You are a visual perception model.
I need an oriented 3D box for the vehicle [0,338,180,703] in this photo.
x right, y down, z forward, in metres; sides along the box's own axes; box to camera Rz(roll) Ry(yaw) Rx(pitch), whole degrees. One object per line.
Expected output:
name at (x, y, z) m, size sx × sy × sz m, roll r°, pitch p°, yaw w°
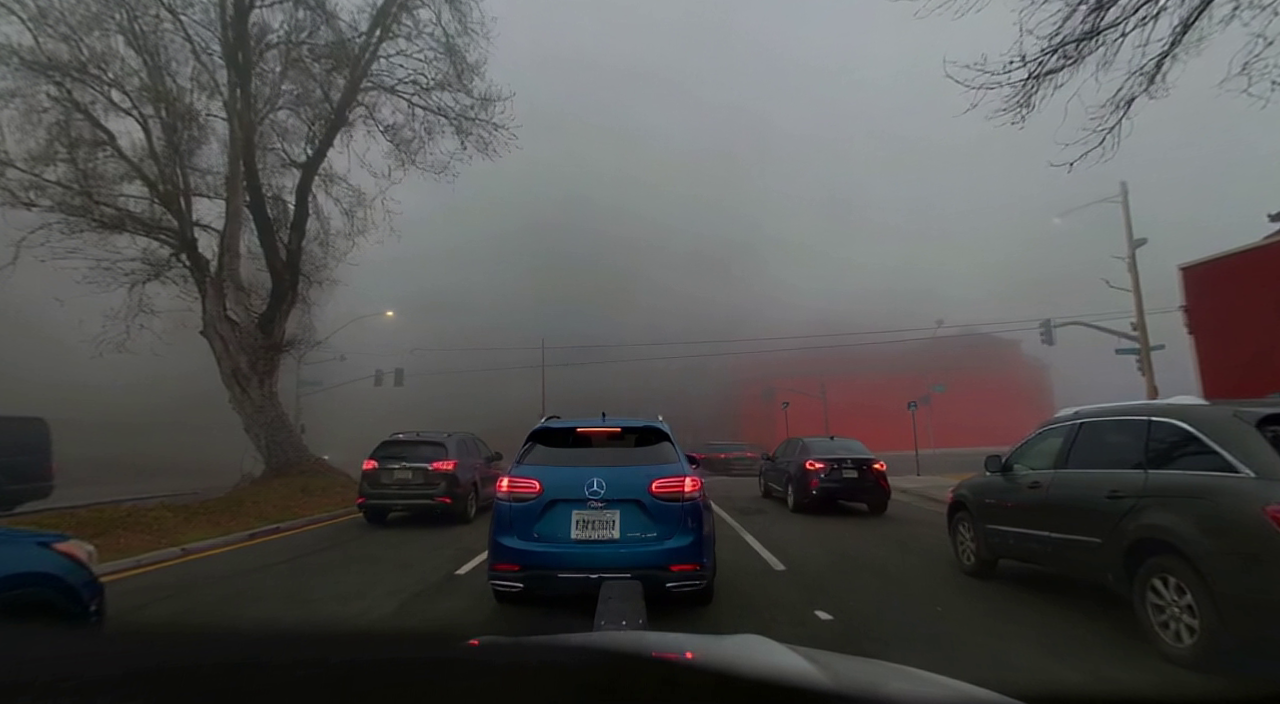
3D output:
vehicle at (-3.467, 0.617, 0.979) m, size 2.047 × 1.741 × 4.470 m, roll 0°, pitch -8°, yaw 1°

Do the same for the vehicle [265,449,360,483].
vehicle at (-15.572, 5.432, 30.306) m, size 1.989 × 1.461 × 4.615 m, roll 0°, pitch -8°, yaw 2°

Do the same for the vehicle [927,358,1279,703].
vehicle at (4.152, 1.194, 4.852) m, size 2.014 × 1.740 × 4.515 m, roll -1°, pitch -8°, yaw 4°

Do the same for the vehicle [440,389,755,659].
vehicle at (-0.167, 1.397, 6.158) m, size 2.022 × 1.700 × 4.084 m, roll 0°, pitch -8°, yaw 3°

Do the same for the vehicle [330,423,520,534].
vehicle at (-3.767, 2.290, 12.039) m, size 2.012 × 1.701 × 4.316 m, roll 0°, pitch -8°, yaw 1°

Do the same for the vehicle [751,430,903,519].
vehicle at (3.637, 2.440, 13.053) m, size 1.847 × 1.554 × 3.885 m, roll 0°, pitch -8°, yaw -2°
